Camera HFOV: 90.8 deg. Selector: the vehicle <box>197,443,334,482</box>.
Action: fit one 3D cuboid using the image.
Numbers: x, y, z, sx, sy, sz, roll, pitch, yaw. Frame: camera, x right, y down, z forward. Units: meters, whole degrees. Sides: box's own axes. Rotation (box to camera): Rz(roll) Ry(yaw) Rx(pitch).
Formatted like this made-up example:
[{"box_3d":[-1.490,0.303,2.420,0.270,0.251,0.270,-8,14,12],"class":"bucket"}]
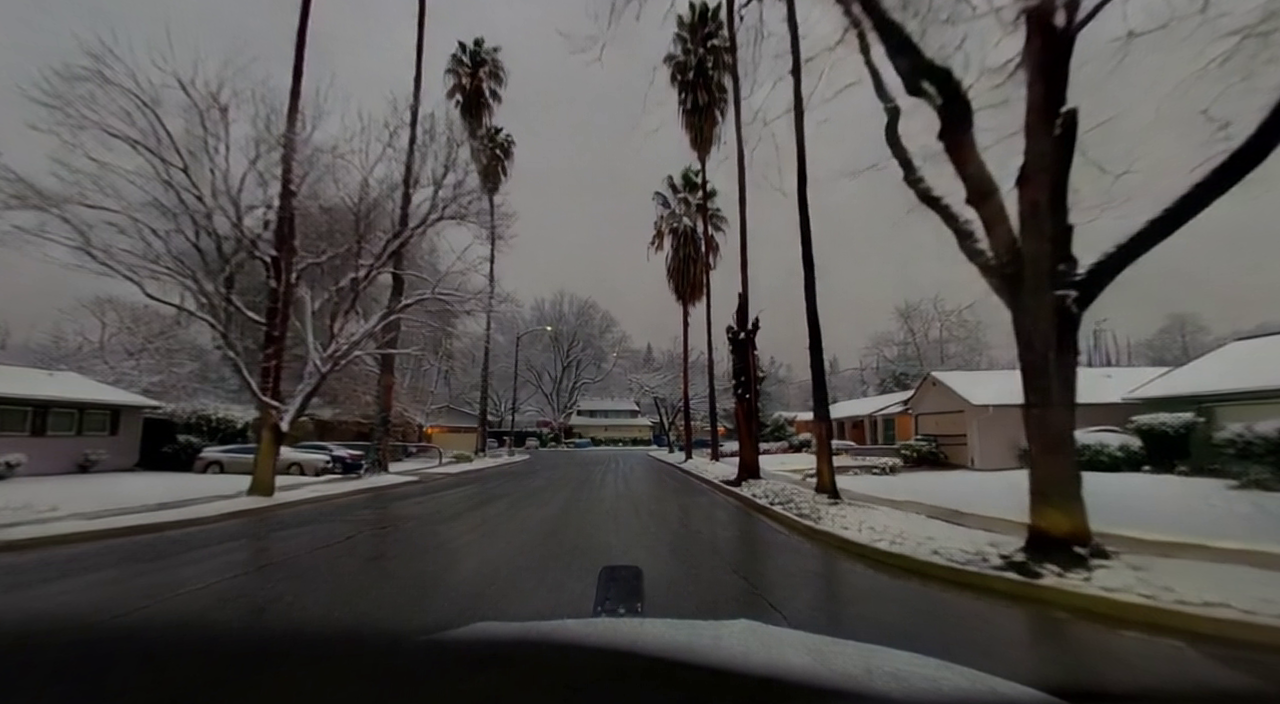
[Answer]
[{"box_3d":[-15.491,4.585,26.346,4.358,1.516,2.077,0,-8,-3],"class":"vehicle"}]
